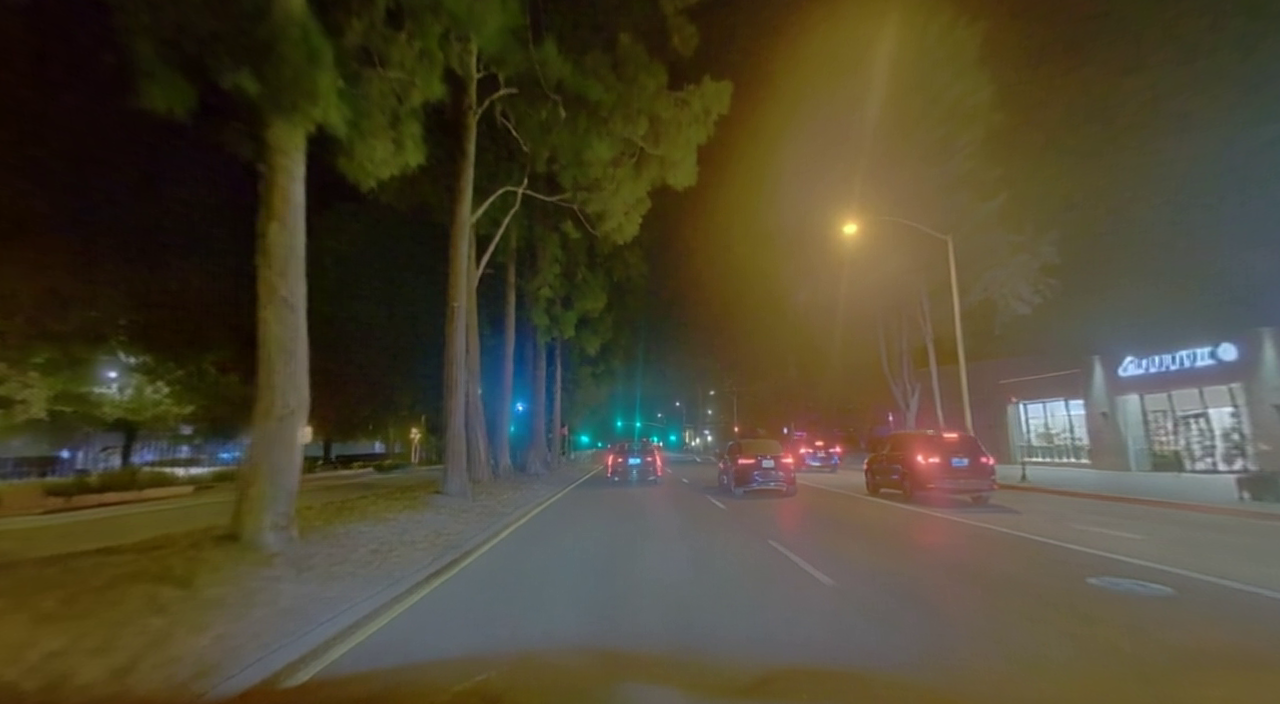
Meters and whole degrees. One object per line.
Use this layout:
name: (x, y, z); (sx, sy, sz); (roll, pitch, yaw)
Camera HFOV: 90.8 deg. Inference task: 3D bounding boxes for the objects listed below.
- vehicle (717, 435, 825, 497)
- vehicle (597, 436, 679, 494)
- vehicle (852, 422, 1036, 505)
vehicle: (3.431, 3.068, 17.383); (1.993, 1.477, 4.240); (0, -9, -1)
vehicle: (-0.091, 3.186, 18.227); (2.101, 1.444, 4.248); (0, -9, -1)
vehicle: (7.186, 2.701, 15.664); (2.052, 1.708, 4.842); (0, -9, -1)
